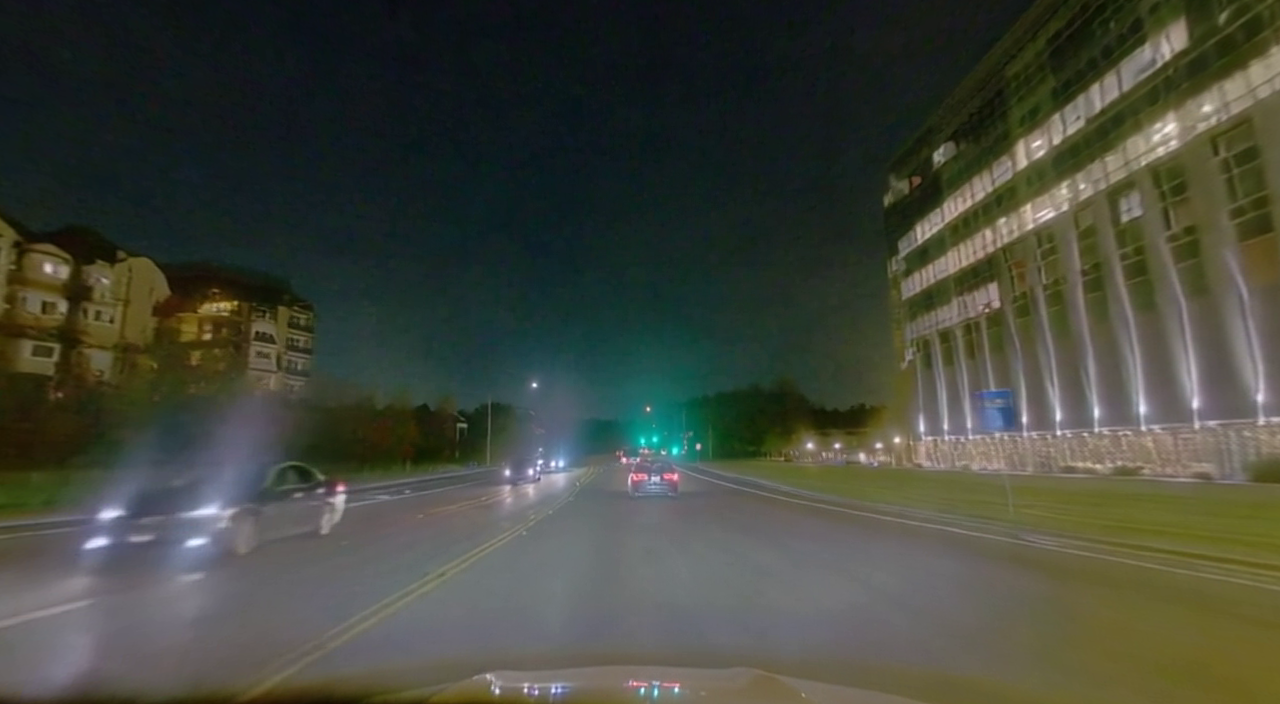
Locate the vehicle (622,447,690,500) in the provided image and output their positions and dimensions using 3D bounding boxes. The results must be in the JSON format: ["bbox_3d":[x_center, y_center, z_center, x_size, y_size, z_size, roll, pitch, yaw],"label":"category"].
[{"bbox_3d":[0.438,3.898,20.482,2.014,1.525,3.670,0,-9,-1],"label":"vehicle"}]

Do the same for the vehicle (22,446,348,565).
[{"bbox_3d":[-6.836,2.308,10.170,2.018,1.498,4.168,-1,-9,2],"label":"vehicle"}]

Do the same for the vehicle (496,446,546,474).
[{"bbox_3d":[-7.860,7.190,41.953,2.171,1.757,4.706,-1,-9,3],"label":"vehicle"}]
